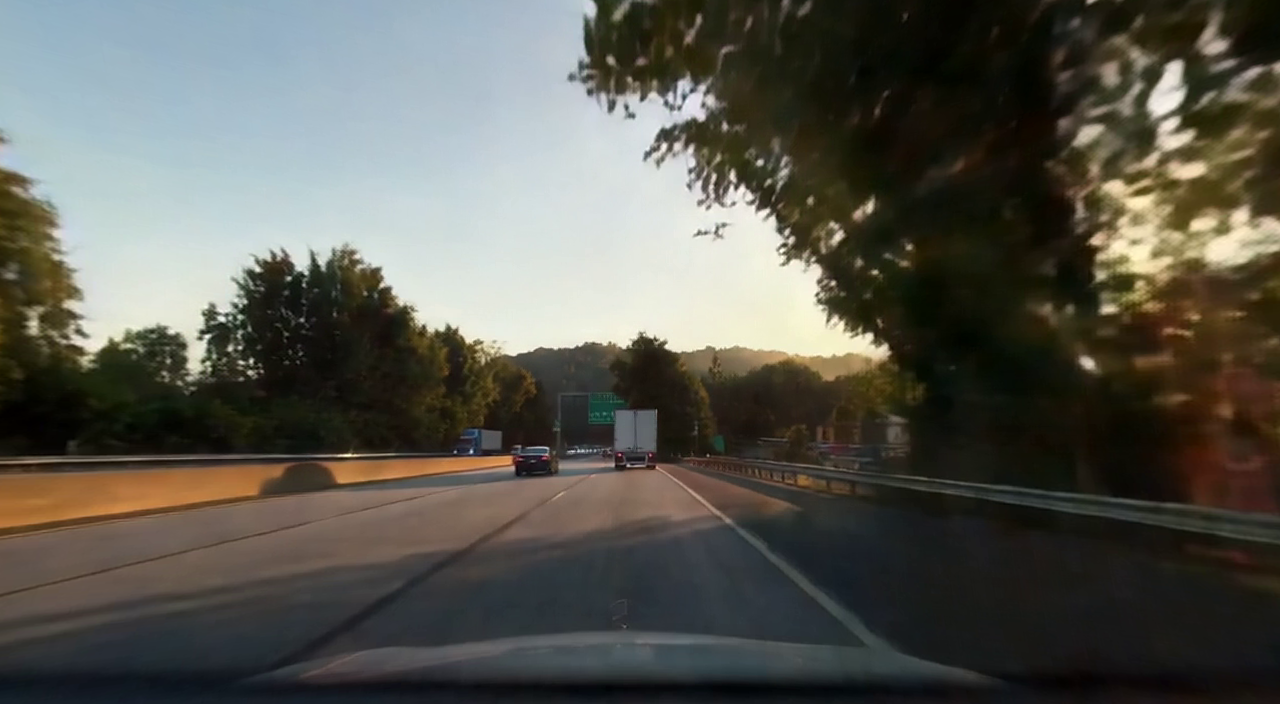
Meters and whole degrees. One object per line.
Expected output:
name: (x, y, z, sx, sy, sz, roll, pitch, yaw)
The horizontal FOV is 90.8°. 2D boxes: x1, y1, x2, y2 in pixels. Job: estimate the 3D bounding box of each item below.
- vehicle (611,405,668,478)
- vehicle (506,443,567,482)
vehicle: (-0.124, 5.722, 39.672, 2.976, 3.800, 12.335, 0, -9, -1)
vehicle: (-4.409, 4.781, 27.451, 1.964, 1.556, 4.071, 0, -9, 0)
